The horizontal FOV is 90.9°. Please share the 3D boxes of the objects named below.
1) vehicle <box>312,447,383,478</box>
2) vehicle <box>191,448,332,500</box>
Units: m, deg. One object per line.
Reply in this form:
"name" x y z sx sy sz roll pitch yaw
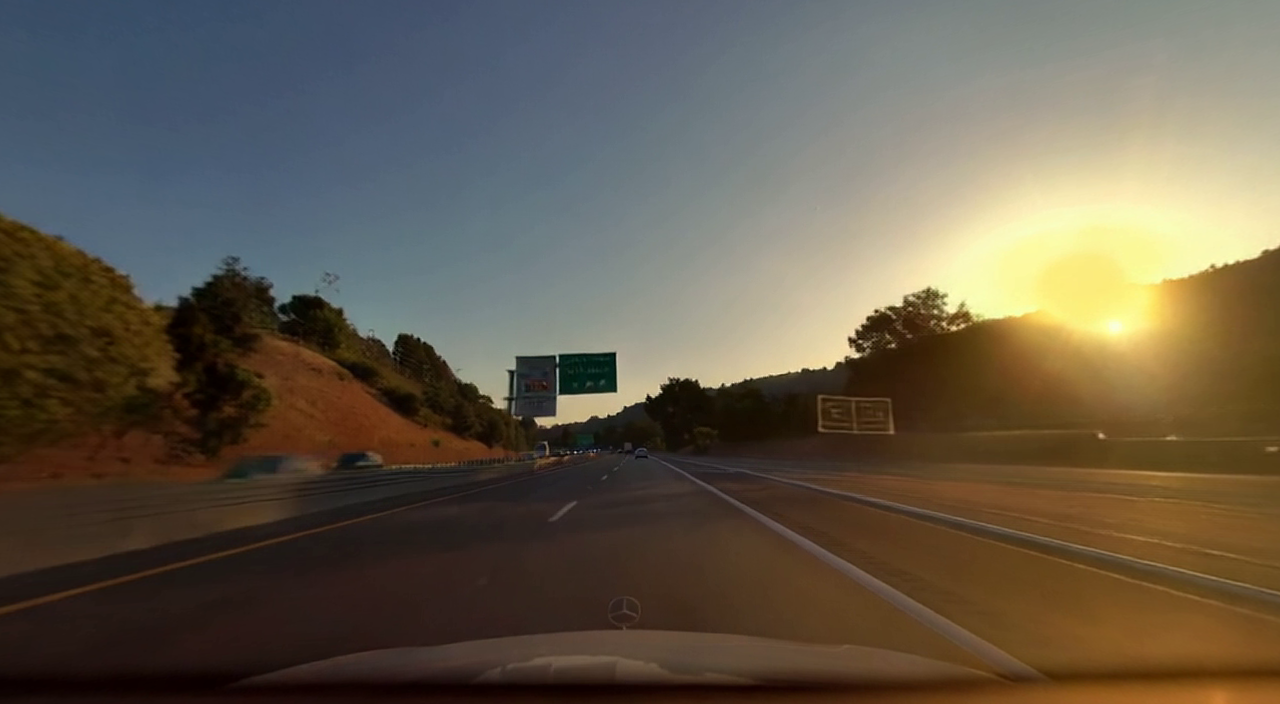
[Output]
"vehicle" -16.859 6.376 36.550 1.999 1.675 4.393 0 -9 0
"vehicle" -12.085 3.889 20.524 1.879 1.478 4.279 0 -9 1
